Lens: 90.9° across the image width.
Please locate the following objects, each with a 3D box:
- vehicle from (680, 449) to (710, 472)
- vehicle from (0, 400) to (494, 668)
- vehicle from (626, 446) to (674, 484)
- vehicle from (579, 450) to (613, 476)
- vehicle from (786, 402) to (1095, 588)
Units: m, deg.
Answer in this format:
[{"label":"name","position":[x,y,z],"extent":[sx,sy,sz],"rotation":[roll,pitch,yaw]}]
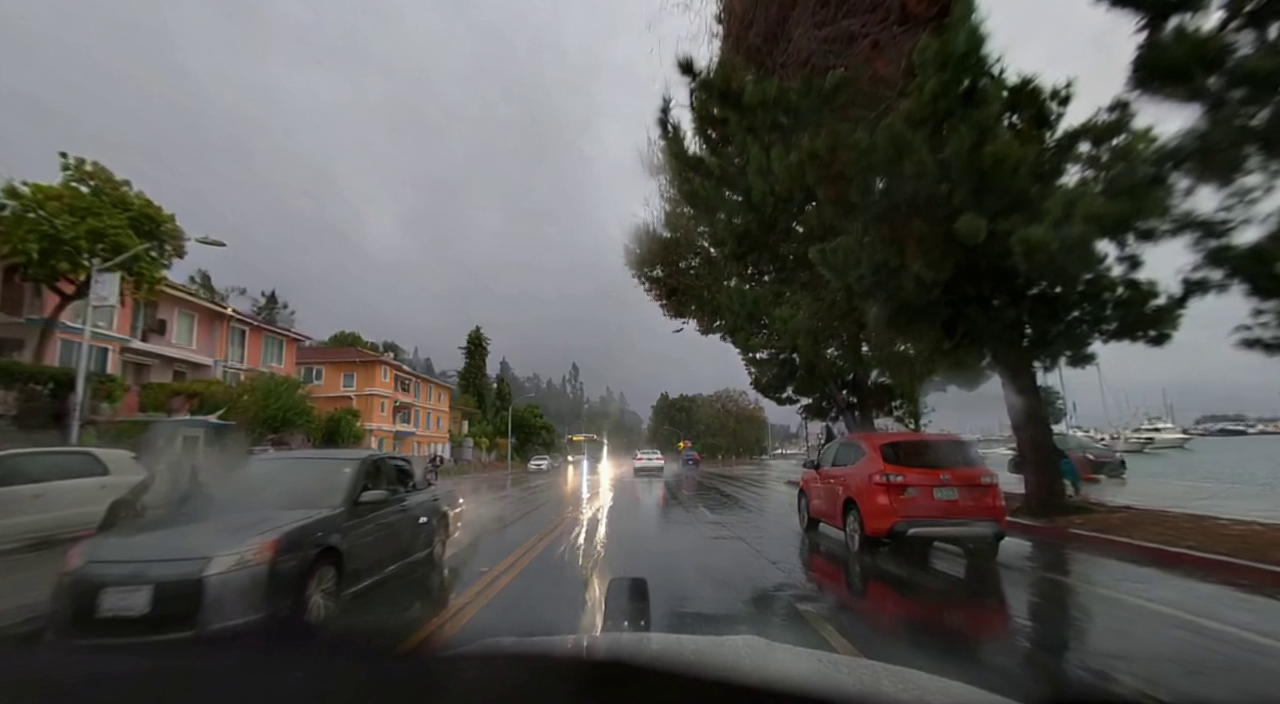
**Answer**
[{"label":"vehicle","position":[3.989,7.932,46.288],"extent":[1.876,1.626,3.851],"rotation":[0,-9,-1]},{"label":"vehicle","position":[-3.053,1.498,6.293],"extent":[2.125,1.701,4.310],"rotation":[-1,-9,0]},{"label":"vehicle","position":[0.449,5.325,30.032],"extent":[2.132,1.632,3.838],"rotation":[0,-9,0]},{"label":"vehicle","position":[-2.945,7.443,42.556],"extent":[1.893,1.583,4.107],"rotation":[-1,-9,1]},{"label":"vehicle","position":[3.484,1.749,8.492],"extent":[2.000,1.809,4.405],"rotation":[-1,-9,1]}]
